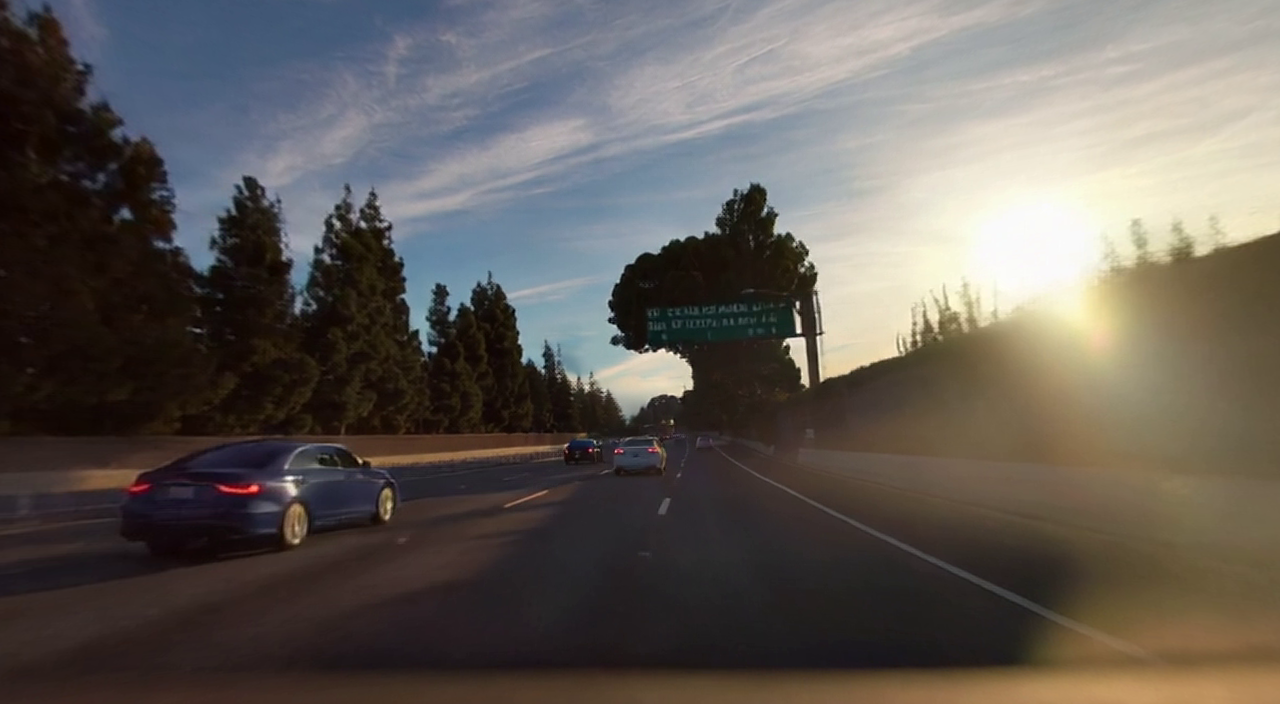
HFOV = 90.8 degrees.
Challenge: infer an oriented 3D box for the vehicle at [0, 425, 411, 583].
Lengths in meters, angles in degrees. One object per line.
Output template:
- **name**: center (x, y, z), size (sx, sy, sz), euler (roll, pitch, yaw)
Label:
- **vehicle**: center (-5.084, 1.789, 8.451), size (1.981, 1.460, 4.792), euler (0, -8, 4)

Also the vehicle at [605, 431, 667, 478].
- **vehicle**: center (-0.030, 4.025, 25.134), size (2.082, 1.638, 4.644), euler (0, -8, 4)
